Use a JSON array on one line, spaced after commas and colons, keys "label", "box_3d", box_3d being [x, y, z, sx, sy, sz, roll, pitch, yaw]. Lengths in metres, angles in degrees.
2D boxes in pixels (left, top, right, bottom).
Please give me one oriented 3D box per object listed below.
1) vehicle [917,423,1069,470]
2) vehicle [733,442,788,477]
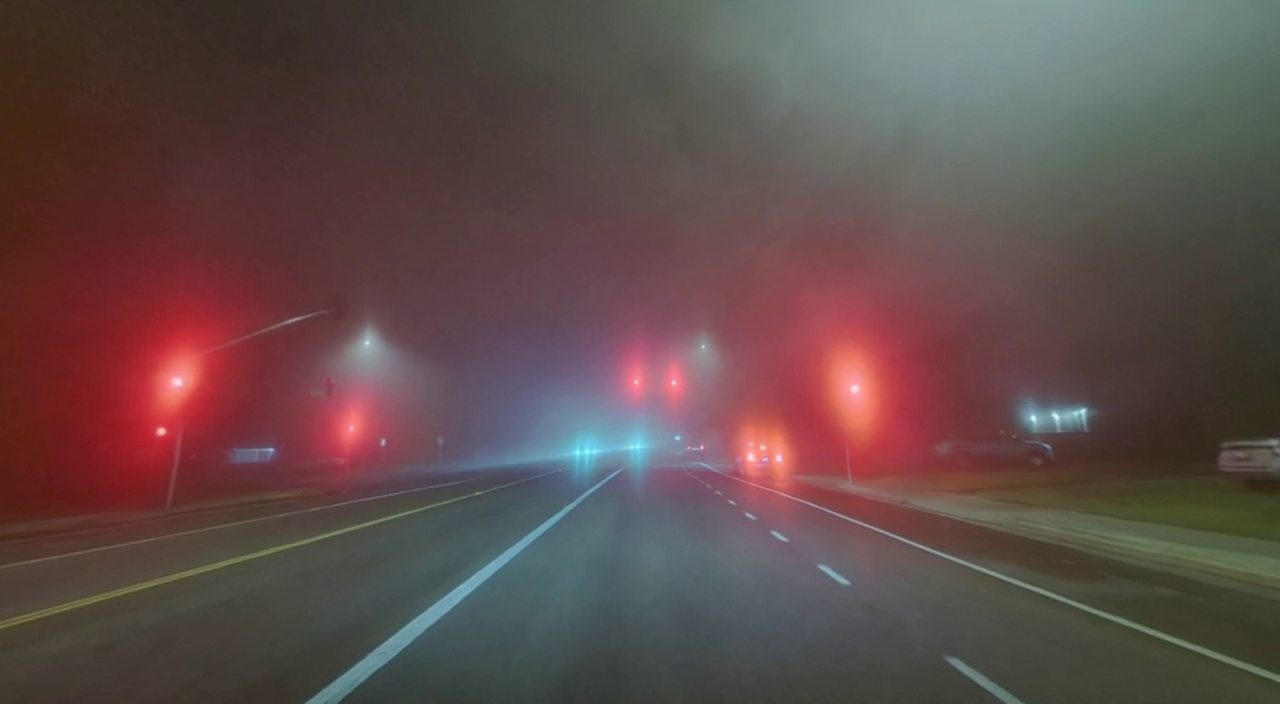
[{"label": "vehicle", "box_3d": [13.412, 3.631, 24.184, 4.474, 1.710, 2.148, 0, -9, 1]}, {"label": "vehicle", "box_3d": [5.767, 5.212, 30.725, 1.950, 1.567, 4.083, 0, -9, 1]}]
